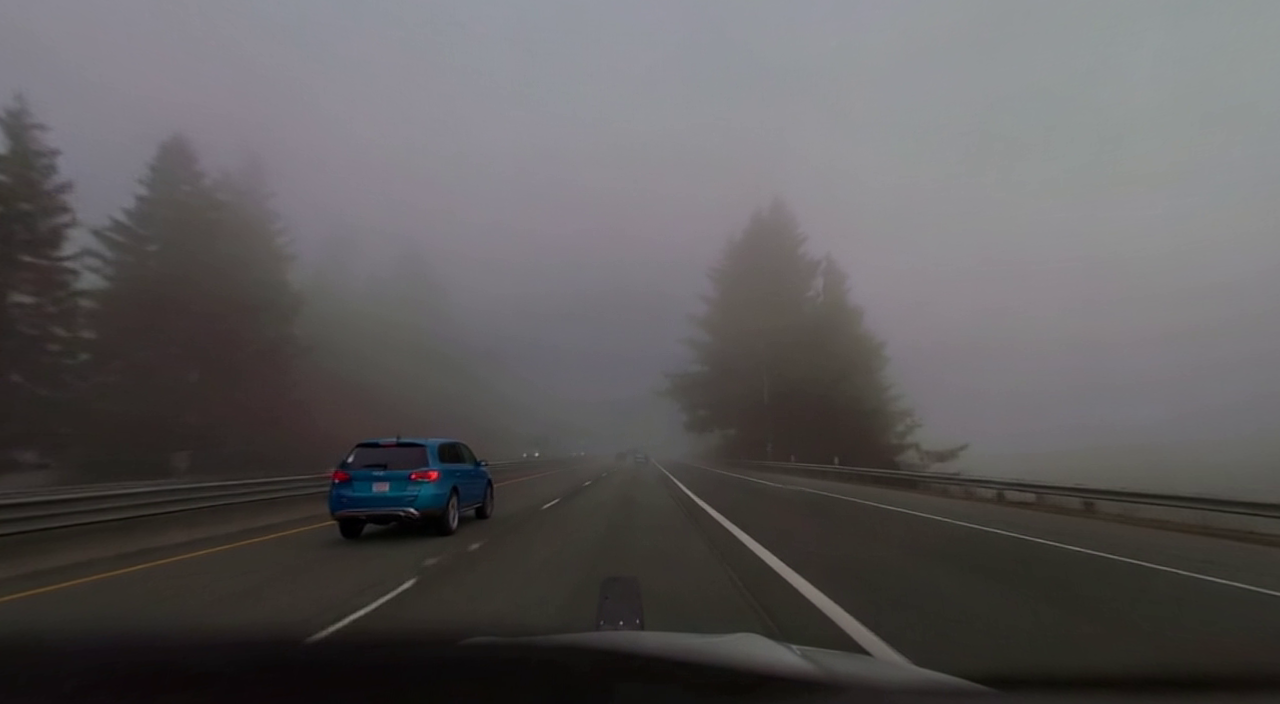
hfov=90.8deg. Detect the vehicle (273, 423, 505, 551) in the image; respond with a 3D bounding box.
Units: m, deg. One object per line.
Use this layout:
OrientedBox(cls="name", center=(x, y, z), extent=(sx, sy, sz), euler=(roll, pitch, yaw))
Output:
OrientedBox(cls="vehicle", center=(-3.953, 2.212, 11.051), extent=(2.110, 1.727, 4.607), euler=(0, -9, 1))
